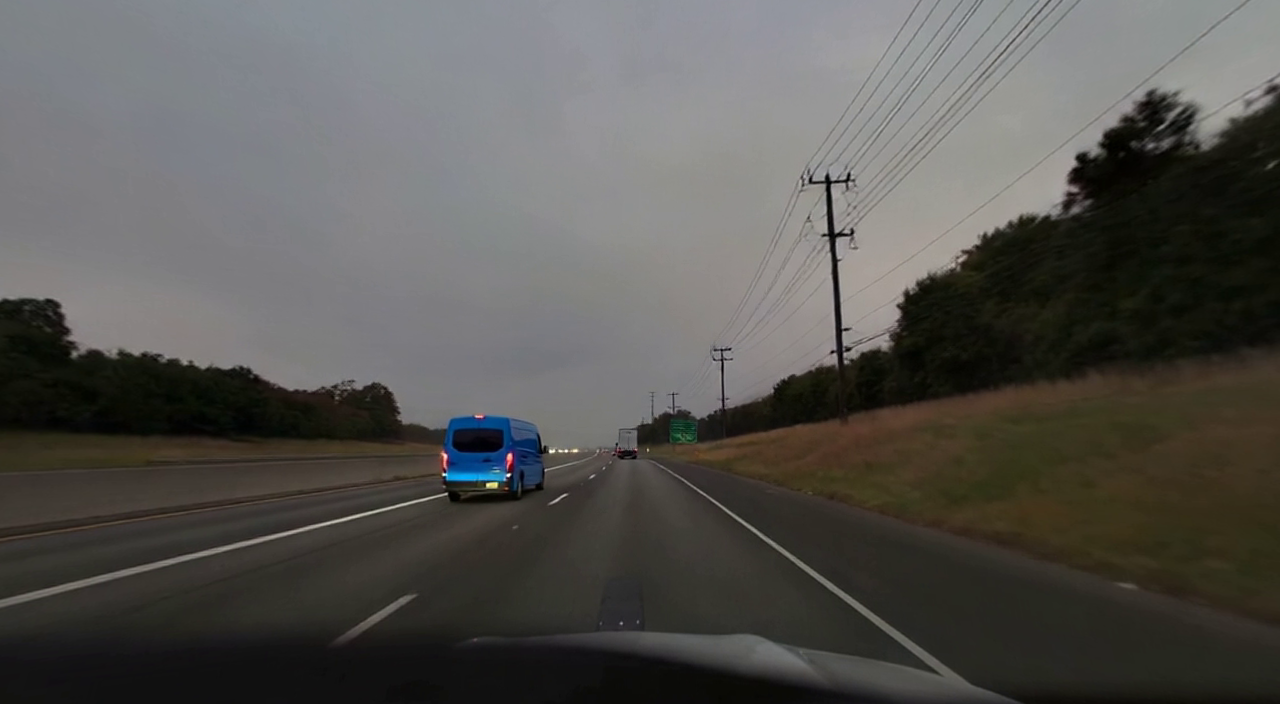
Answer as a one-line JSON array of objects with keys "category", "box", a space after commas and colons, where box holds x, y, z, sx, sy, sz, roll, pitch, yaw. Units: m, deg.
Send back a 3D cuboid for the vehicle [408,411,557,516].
[{"category": "vehicle", "box": [-3.394, 2.555, 14.840, 2.197, 2.011, 5.130, 0, -9, 0]}]
